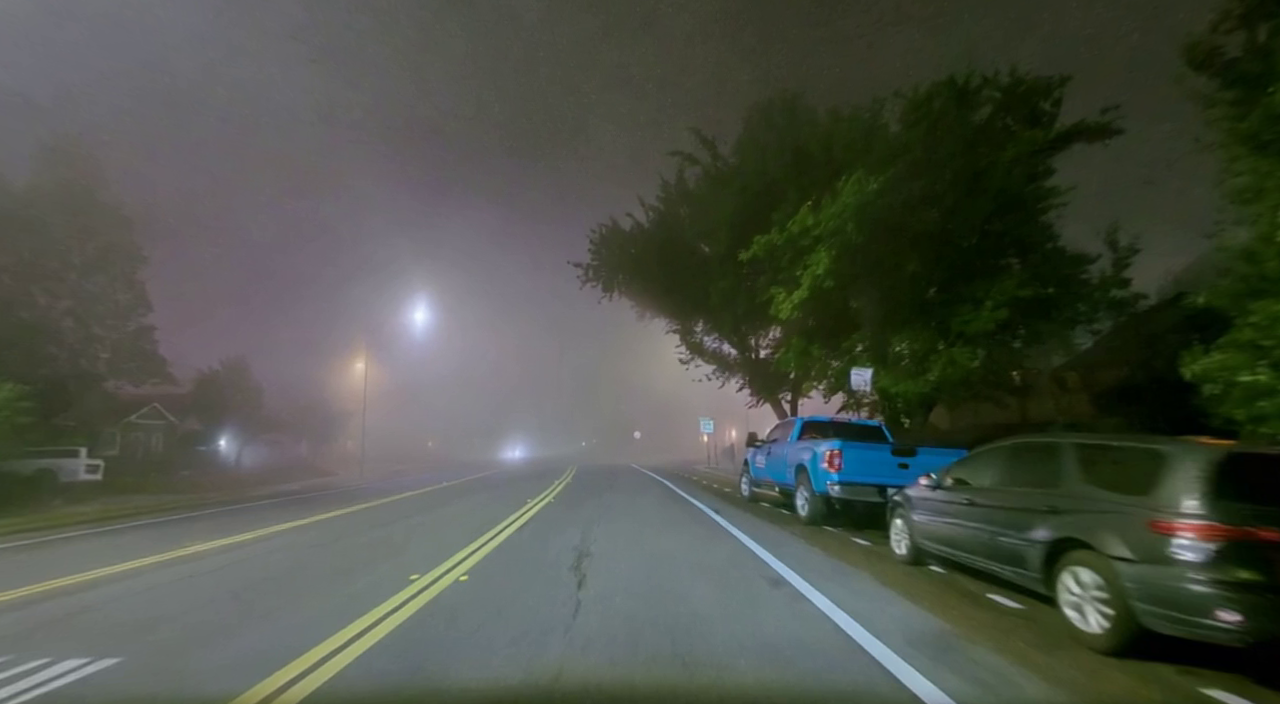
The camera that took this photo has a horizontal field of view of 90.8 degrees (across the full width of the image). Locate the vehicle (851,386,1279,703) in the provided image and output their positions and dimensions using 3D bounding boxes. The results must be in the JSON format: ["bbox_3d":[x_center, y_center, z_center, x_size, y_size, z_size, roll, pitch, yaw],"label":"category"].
[{"bbox_3d":[4.369,1.529,6.149,2.516,1.780,6.333,0,-9,1],"label":"vehicle"}]

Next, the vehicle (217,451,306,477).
[{"bbox_3d":[-27.823,8.248,46.608,5.067,1.792,2.217,2,-9,-11],"label":"vehicle"}]

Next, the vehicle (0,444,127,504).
[{"bbox_3d":[-19.773,3.860,20.241,4.739,1.794,1.990,1,-8,-4],"label":"vehicle"}]
